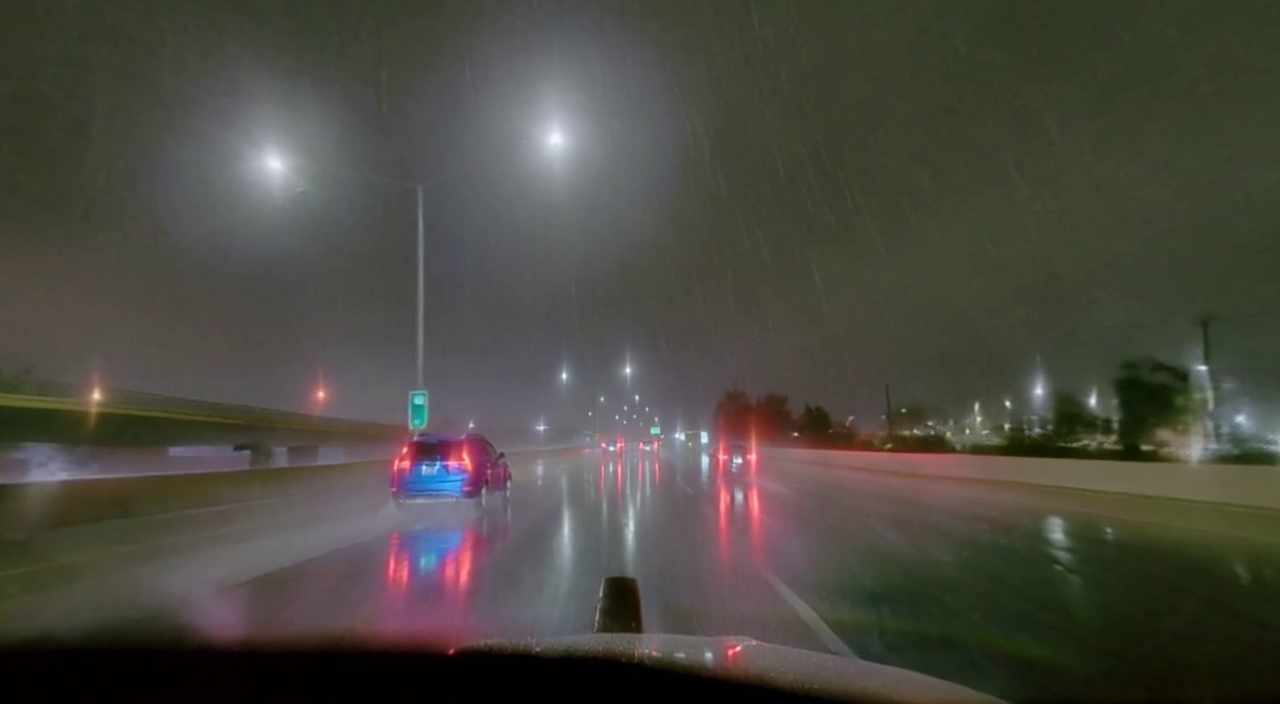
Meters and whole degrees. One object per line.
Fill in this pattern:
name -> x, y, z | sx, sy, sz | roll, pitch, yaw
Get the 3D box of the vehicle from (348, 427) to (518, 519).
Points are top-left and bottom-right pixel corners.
vehicle -> -4.147, 2.486, 13.507 | 2.193, 1.641, 4.077 | 0, -8, 1

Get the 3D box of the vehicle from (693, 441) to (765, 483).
vehicle -> 3.320, 4.195, 24.347 | 2.083, 1.453, 4.307 | 0, -8, -1
